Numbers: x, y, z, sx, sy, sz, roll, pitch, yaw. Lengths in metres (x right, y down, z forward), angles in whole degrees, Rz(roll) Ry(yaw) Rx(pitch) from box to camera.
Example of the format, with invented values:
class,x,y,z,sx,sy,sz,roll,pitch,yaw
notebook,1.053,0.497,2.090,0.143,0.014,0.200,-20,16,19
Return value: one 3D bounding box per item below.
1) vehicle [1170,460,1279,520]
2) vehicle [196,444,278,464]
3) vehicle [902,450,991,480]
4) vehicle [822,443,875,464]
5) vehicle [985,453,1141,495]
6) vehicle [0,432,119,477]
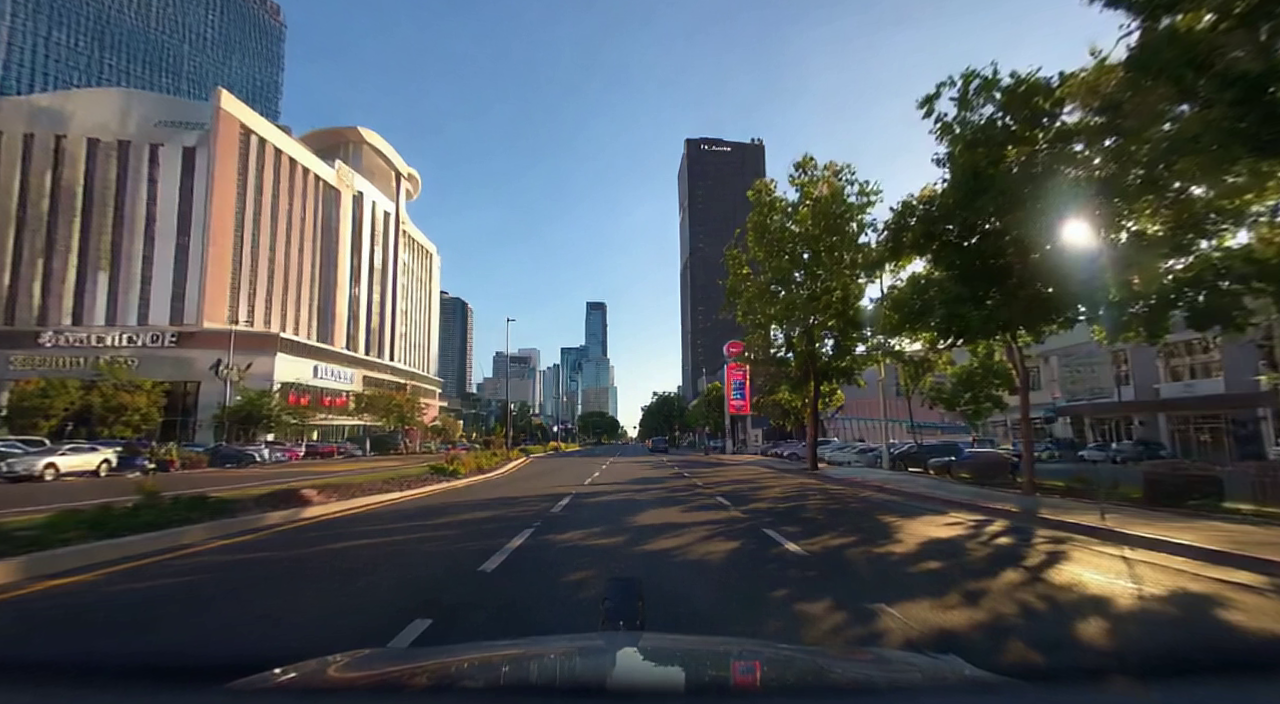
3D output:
class,x,y,z,sx,sy,sz,roll,pitch,yaw
vehicle,17.651,3.725,17.301,4.399,1.480,2.045,0,-8,-1
vehicle,-30.368,7.683,47.676,4.880,1.464,1.953,0,-8,1
vehicle,16.911,6.214,34.967,3.889,1.590,1.950,0,-8,0
vehicle,15.796,7.697,48.073,1.936,1.464,4.867,1,-8,-6
vehicle,17.207,4.975,25.930,4.711,1.494,2.224,-2,-9,3
vehicle,-29.115,4.903,30.408,2.423,1.933,6.673,0,-9,0
